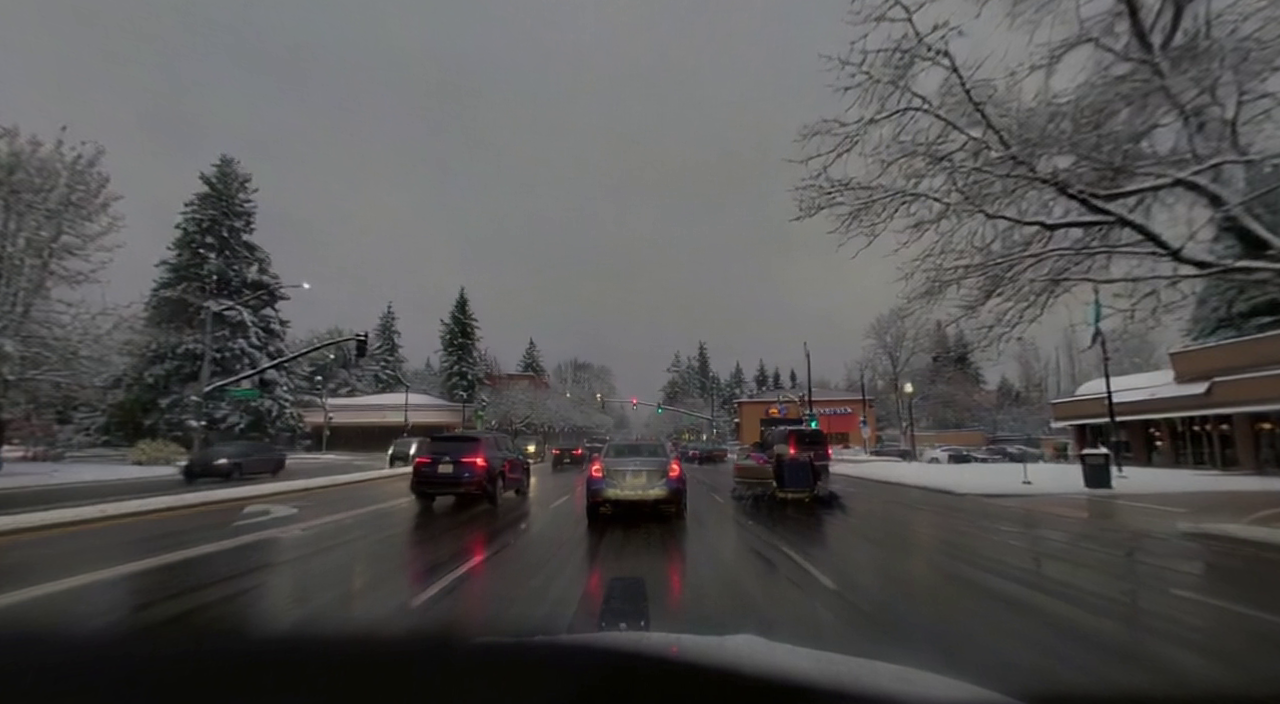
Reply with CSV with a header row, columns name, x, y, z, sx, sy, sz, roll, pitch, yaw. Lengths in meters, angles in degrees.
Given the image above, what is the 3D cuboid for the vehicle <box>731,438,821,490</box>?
name,x,y,z,sx,sy,sz,roll,pitch,yaw
vehicle,4.273,3.574,20.510,1.979,1.485,4.207,0,-8,0

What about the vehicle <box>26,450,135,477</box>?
name,x,y,z,sx,sy,sz,roll,pitch,yaw
vehicle,-31.337,6.243,35.469,4.106,1.384,1.878,4,-9,-26

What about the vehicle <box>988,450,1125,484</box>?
name,x,y,z,sx,sy,sz,roll,pitch,yaw
vehicle,19.057,5.275,29.043,4.795,1.457,1.986,0,-8,4

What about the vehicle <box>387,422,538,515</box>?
name,x,y,z,sx,sy,sz,roll,pitch,yaw
vehicle,-3.569,2.420,13.560,1.983,1.685,3.997,0,-8,2

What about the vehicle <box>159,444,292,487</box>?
name,x,y,z,sx,sy,sz,roll,pitch,yaw
vehicle,-15.495,4.229,23.914,1.896,1.468,4.573,0,-8,0

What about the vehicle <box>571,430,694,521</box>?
name,x,y,z,sx,sy,sz,roll,pitch,yaw
vehicle,-0.125,2.448,13.028,2.121,1.563,4.031,0,-8,0

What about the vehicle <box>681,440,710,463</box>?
name,x,y,z,sx,sy,sz,roll,pitch,yaw
vehicle,4.085,7.379,46.859,1.848,1.665,3.747,0,-8,0
